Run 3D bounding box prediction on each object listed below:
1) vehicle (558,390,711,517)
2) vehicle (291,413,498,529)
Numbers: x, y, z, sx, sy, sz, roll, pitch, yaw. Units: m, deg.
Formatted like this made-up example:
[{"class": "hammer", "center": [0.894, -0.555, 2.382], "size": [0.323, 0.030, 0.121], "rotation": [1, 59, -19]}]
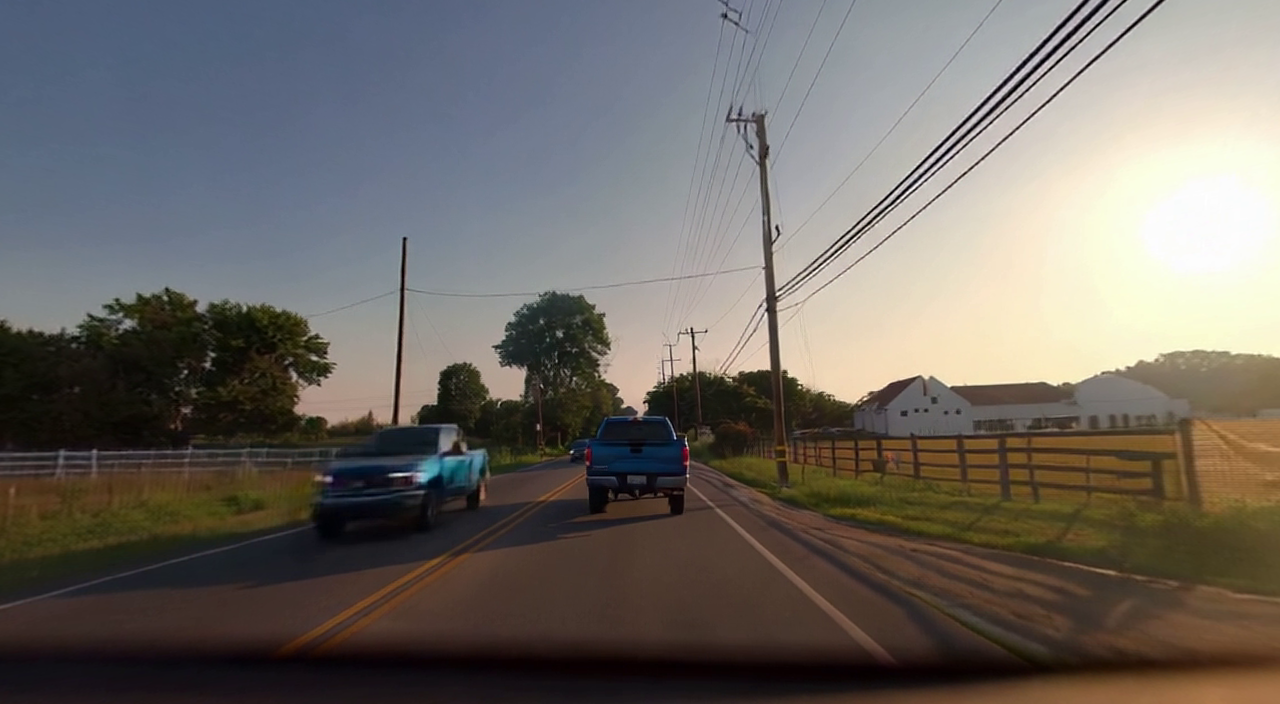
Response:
[{"class": "vehicle", "center": [-0.137, 2.233, 14.210], "size": [2.693, 2.223, 5.885], "rotation": [0, -8, -1]}, {"class": "vehicle", "center": [-4.418, 2.240, 12.451], "size": [2.077, 1.805, 4.891], "rotation": [0, -8, 0]}]
